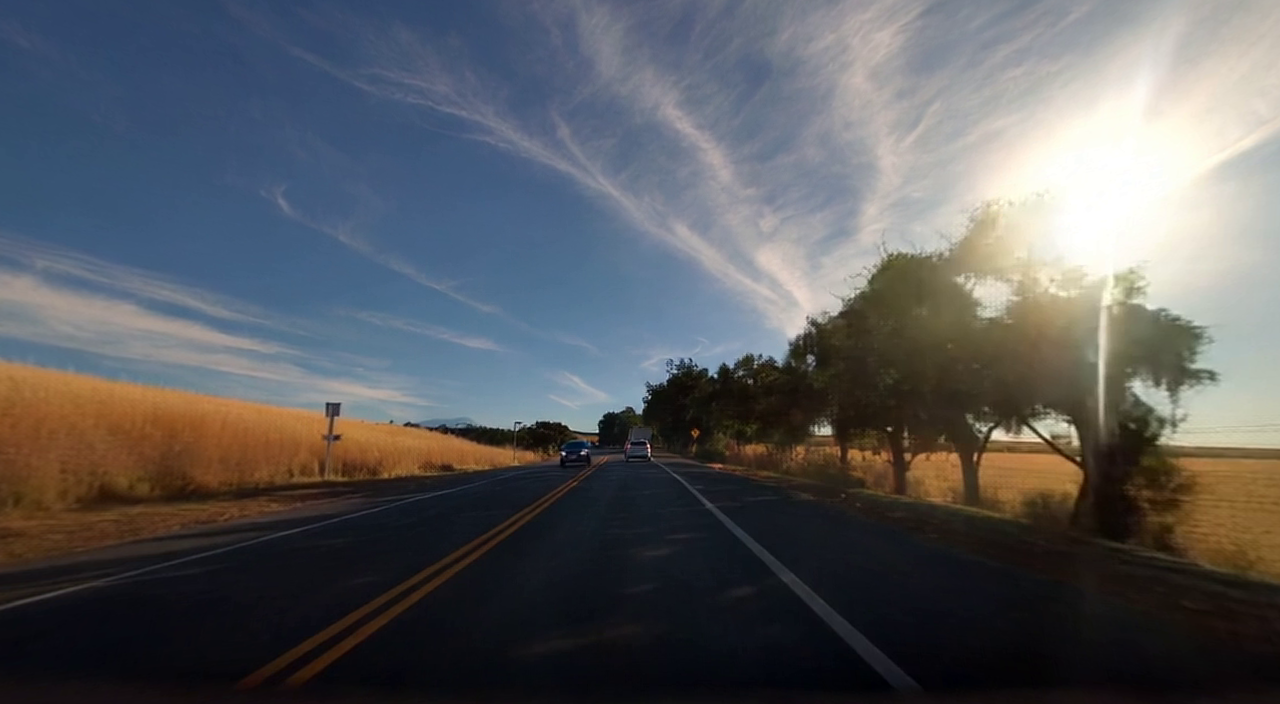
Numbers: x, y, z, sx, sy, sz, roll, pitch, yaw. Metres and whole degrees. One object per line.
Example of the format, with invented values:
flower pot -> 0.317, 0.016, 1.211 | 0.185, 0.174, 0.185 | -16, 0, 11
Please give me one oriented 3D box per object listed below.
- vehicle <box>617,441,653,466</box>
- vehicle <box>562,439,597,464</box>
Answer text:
vehicle -> -0.327, 6.391, 39.996 | 2.186, 1.486, 3.861 | 0, -9, 0
vehicle -> -4.630, 7.702, 49.073 | 2.236, 1.848, 4.683 | 0, -9, 0
